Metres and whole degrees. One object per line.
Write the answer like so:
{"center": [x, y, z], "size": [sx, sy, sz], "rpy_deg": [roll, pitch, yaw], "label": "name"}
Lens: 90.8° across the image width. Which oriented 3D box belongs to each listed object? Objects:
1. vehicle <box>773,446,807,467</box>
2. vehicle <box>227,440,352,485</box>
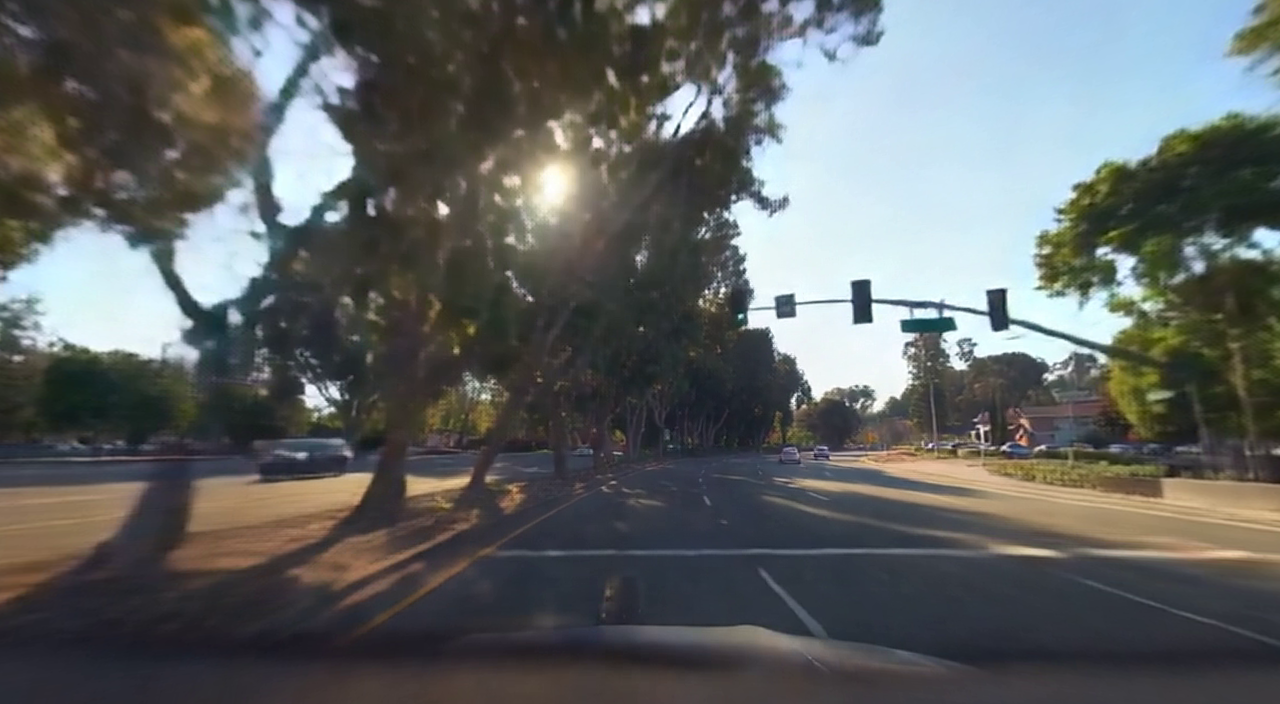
{"center": [11.045, 7.702, 46.750], "size": [1.988, 1.460, 3.996], "rpy_deg": [-1, -9, 8], "label": "vehicle"}
{"center": [-15.076, 4.762, 27.590], "size": [2.176, 1.772, 5.010], "rpy_deg": [-1, -9, 7], "label": "vehicle"}
